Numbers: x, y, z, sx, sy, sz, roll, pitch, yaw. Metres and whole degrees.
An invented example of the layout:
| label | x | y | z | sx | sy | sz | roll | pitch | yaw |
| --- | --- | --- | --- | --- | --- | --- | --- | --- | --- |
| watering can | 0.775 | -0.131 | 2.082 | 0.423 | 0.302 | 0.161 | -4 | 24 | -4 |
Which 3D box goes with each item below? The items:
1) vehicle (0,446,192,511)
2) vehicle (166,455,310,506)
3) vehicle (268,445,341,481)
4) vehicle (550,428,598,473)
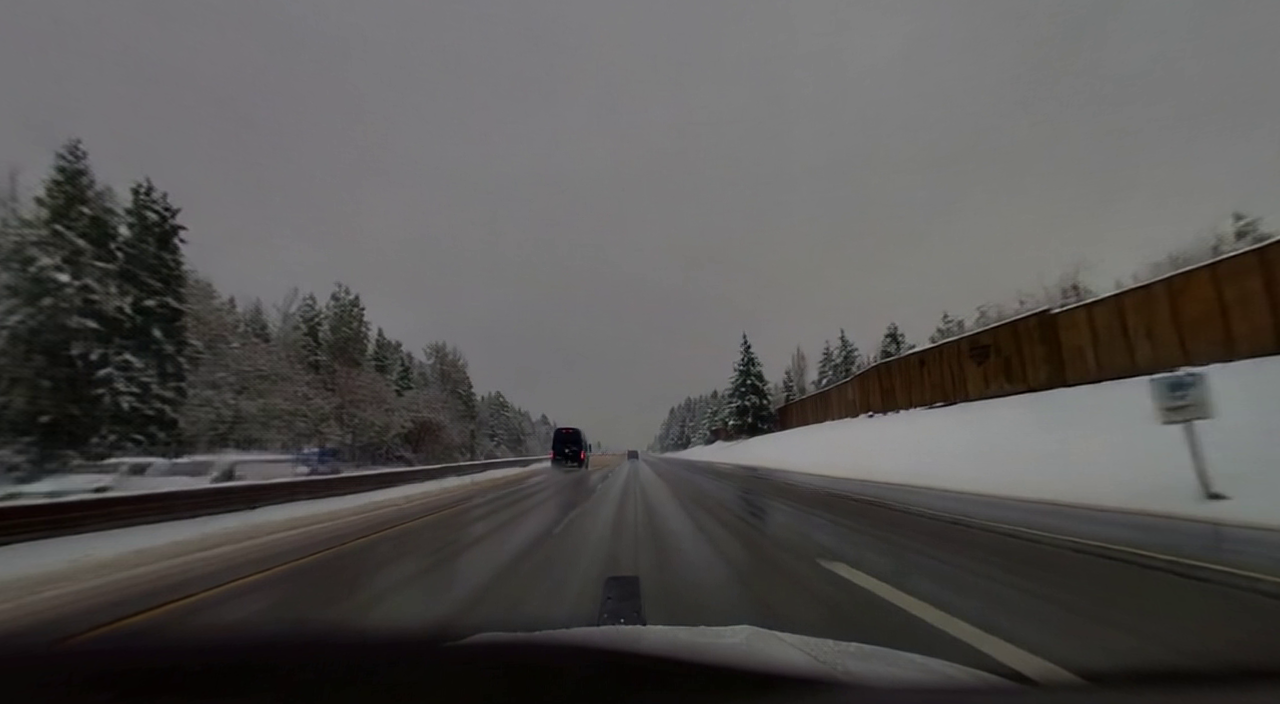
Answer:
| label | x | y | z | sx | sy | sz | roll | pitch | yaw |
| --- | --- | --- | --- | --- | --- | --- | --- | --- | --- |
| vehicle | -17.396 | 4.013 | 20.529 | 2.084 | 1.837 | 4.734 | 0 | -9 | 0 |
| vehicle | -13.024 | 4.151 | 20.820 | 1.830 | 1.438 | 4.396 | 0 | -9 | 0 |
| vehicle | -25.538 | 8.432 | 48.217 | 2.326 | 2.522 | 5.411 | -1 | -9 | 3 |
| vehicle | -3.924 | 5.993 | 38.386 | 2.305 | 2.517 | 5.486 | 0 | -9 | 0 |
